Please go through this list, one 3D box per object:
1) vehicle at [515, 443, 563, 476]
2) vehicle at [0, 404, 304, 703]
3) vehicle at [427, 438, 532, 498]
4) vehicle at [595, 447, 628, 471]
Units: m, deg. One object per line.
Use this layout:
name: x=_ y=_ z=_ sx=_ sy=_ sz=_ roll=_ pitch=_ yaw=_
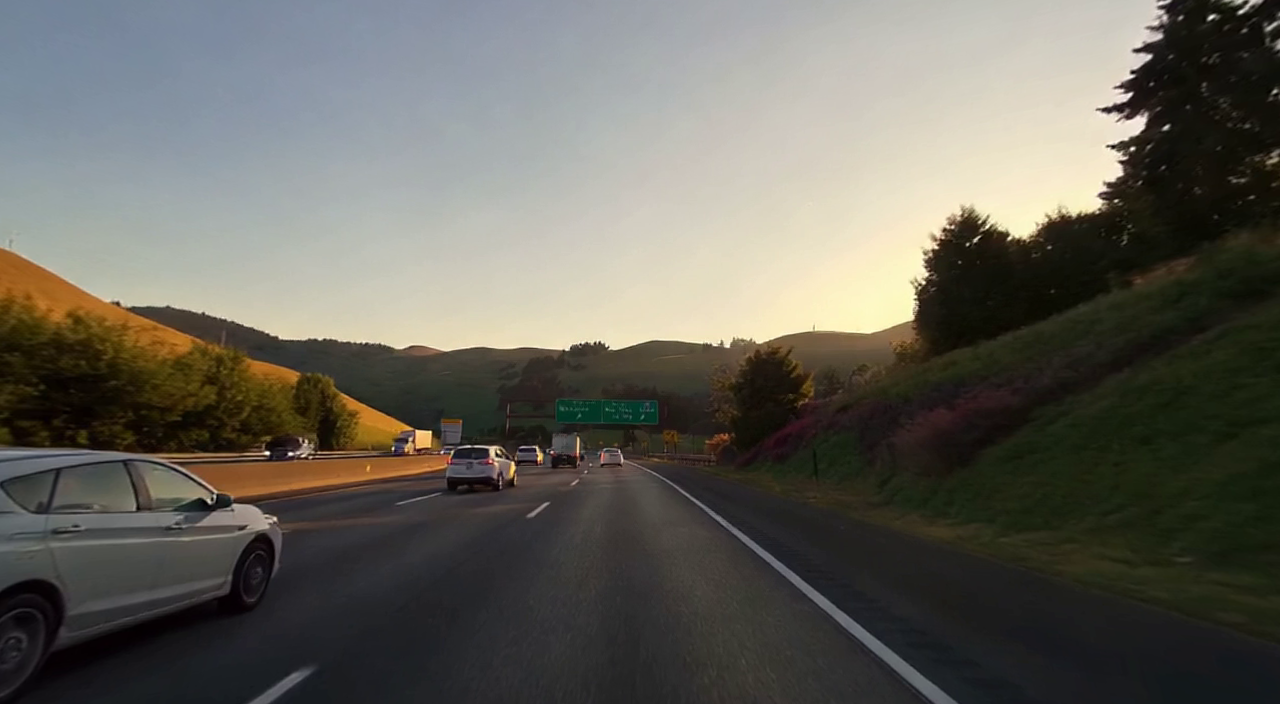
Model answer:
vehicle: x=-5.406 y=5.798 z=34.270 sx=2.118 sy=1.624 sz=4.032 roll=0 pitch=-9 yaw=-2
vehicle: x=-3.815 y=1.067 z=3.322 sx=1.892 sy=1.492 sz=3.940 roll=0 pitch=-9 yaw=0
vehicle: x=-4.826 y=3.552 z=19.638 sx=2.208 sy=1.619 sz=4.162 roll=0 pitch=-9 yaw=-1
vehicle: x=-1.896 y=6.895 z=40.910 sx=1.988 sy=1.440 sz=4.201 roll=0 pitch=-9 yaw=-4
